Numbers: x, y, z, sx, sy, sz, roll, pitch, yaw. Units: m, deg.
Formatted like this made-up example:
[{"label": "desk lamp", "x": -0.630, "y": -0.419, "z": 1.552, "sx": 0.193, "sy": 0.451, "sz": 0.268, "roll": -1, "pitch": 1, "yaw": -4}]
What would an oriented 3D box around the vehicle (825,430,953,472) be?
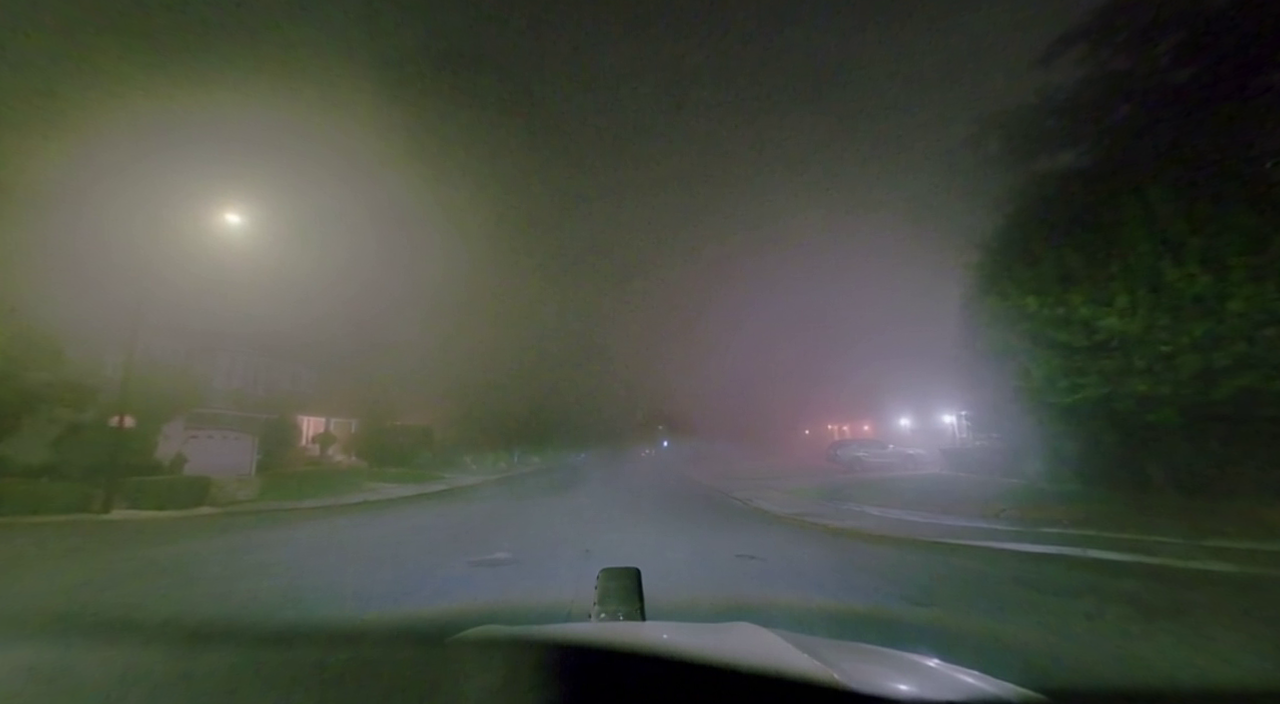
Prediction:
[{"label": "vehicle", "x": 11.189, "y": 4.476, "z": 28.655, "sx": 4.894, "sy": 1.616, "sz": 1.965, "roll": -3, "pitch": -9, "yaw": 1}]
